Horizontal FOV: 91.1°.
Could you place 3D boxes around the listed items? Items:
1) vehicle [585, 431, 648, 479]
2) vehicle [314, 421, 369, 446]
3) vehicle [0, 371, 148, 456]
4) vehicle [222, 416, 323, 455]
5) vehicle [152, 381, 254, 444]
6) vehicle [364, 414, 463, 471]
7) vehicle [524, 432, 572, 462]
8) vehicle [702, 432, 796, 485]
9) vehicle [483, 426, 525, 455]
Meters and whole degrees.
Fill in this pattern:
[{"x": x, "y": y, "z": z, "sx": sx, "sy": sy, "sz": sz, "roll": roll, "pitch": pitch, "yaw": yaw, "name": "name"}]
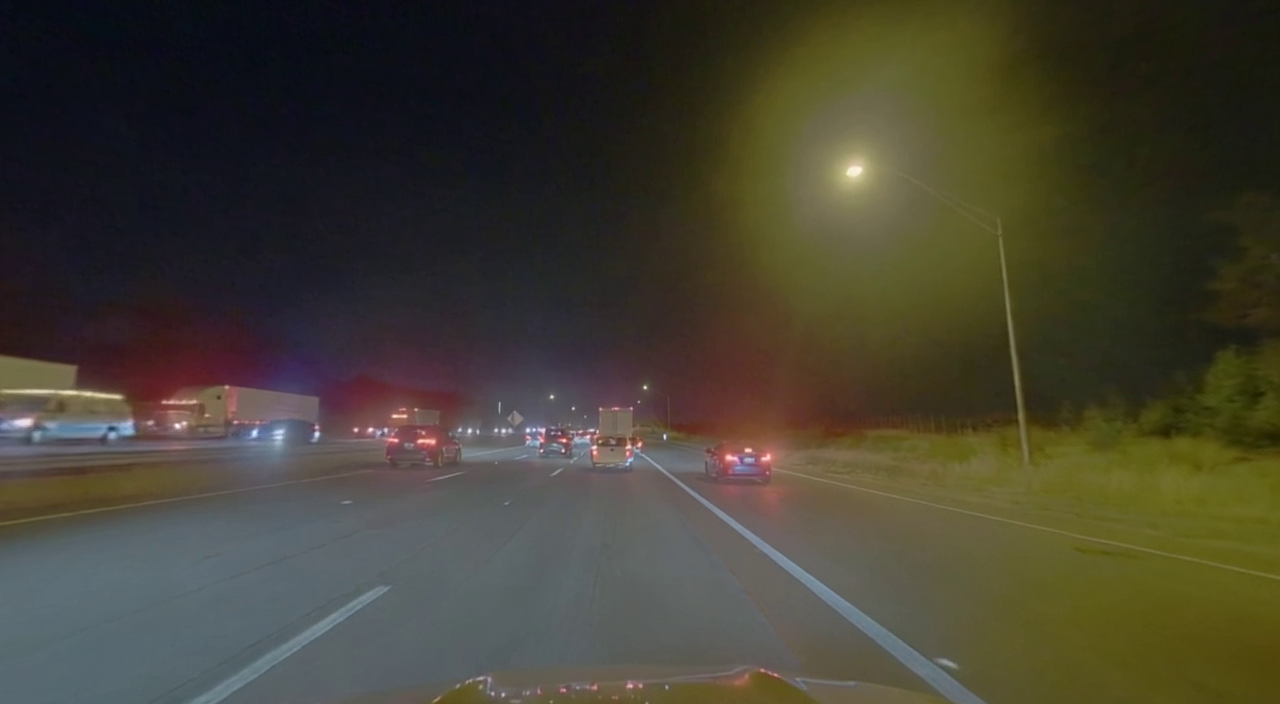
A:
[{"x": -0.796, "y": 3.451, "z": 21.478, "sx": 1.980, "sy": 1.478, "sz": 3.758, "roll": 0, "pitch": -8, "yaw": -2, "name": "vehicle"}, {"x": -20.395, "y": 5.594, "z": 43.100, "sx": 1.831, "sy": 1.575, "sz": 4.218, "roll": 0, "pitch": -8, "yaw": -3, "name": "vehicle"}, {"x": -19.342, "y": 2.083, "z": 20.508, "sx": 2.297, "sy": 2.410, "sz": 5.389, "roll": 0, "pitch": -8, "yaw": -2, "name": "vehicle"}, {"x": -15.707, "y": 3.610, "z": 27.171, "sx": 1.977, "sy": 1.542, "sz": 4.157, "roll": 0, "pitch": -8, "yaw": -3, "name": "vehicle"}, {"x": -28.722, "y": 4.099, "z": 41.645, "sx": 2.908, "sy": 3.868, "sz": 5.411, "roll": 0, "pitch": -8, "yaw": -3, "name": "vehicle"}, {"x": -8.530, "y": 3.455, "z": 24.212, "sx": 2.158, "sy": 1.943, "sz": 4.662, "roll": 0, "pitch": -8, "yaw": -1, "name": "vehicle"}, {"x": -4.832, "y": 5.051, "z": 33.596, "sx": 2.046, "sy": 1.493, "sz": 4.384, "roll": 0, "pitch": -8, "yaw": -2, "name": "vehicle"}, {"x": 3.337, "y": 3.328, "z": 20.127, "sx": 1.981, "sy": 1.474, "sz": 4.396, "roll": 0, "pitch": -8, "yaw": -3, "name": "vehicle"}, {"x": -9.266, "y": 6.072, "z": 43.125, "sx": 1.992, "sy": 1.838, "sz": 4.493, "roll": 0, "pitch": -8, "yaw": -2, "name": "vehicle"}]
